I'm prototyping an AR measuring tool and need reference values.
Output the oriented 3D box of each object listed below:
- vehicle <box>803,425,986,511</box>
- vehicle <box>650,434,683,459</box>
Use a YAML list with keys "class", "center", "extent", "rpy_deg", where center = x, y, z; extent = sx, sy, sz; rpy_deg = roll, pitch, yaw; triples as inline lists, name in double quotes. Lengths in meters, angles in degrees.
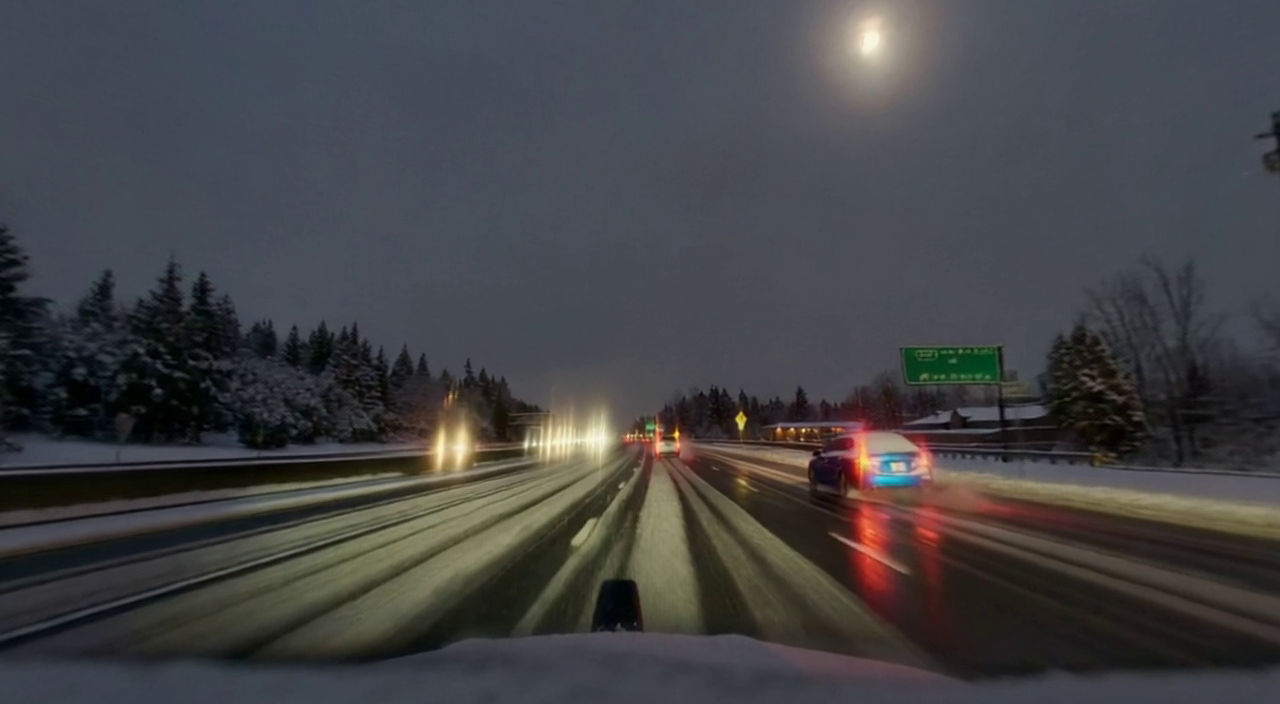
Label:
- class: "vehicle"
  center: [5.137, 2.426, 13.633]
  extent: [2.029, 1.528, 4.644]
  rpy_deg: [0, -9, 0]
- class: "vehicle"
  center: [1.774, 6.568, 43.896]
  extent: [2.127, 1.692, 4.382]
  rpy_deg: [0, -9, 0]
